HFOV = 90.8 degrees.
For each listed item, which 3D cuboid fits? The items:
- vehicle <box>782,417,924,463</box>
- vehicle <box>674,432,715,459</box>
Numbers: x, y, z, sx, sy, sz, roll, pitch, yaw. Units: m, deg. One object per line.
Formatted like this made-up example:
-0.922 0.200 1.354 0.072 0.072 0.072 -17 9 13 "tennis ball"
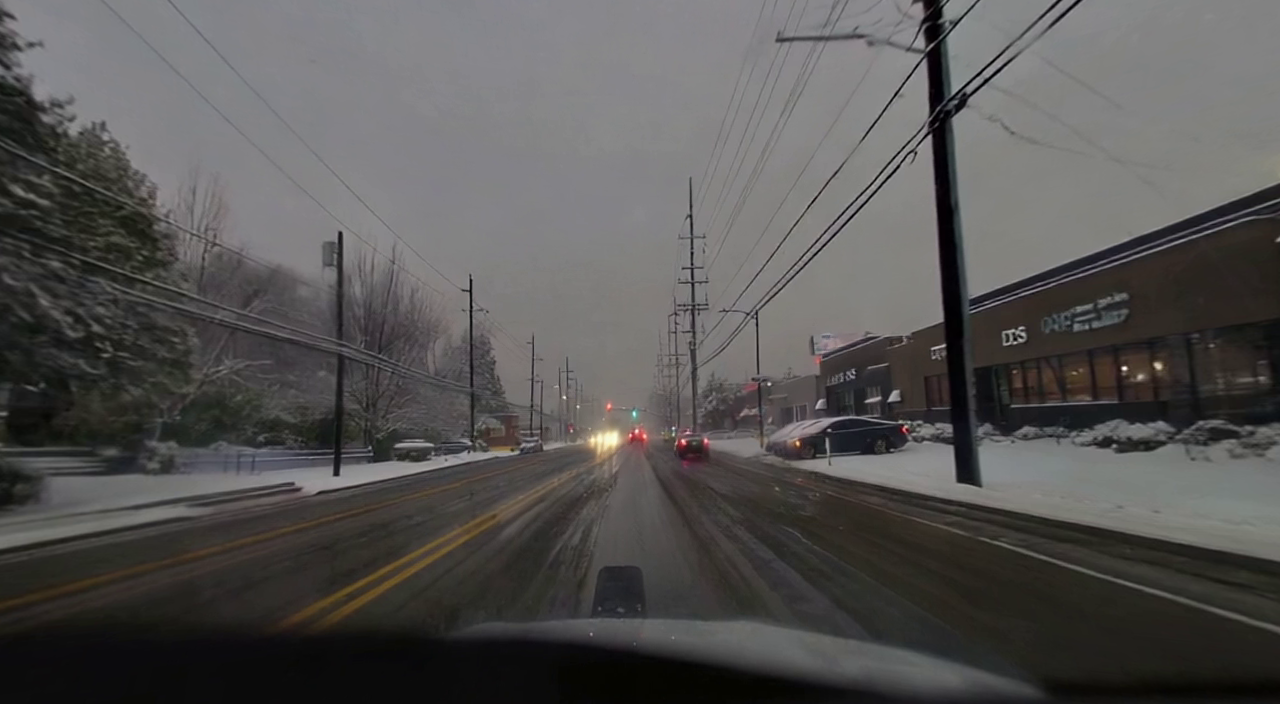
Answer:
9.873 4.134 29.711 5.771 2.013 2.414 -1 -8 -1 "vehicle"
3.171 5.534 37.391 1.926 1.482 4.442 0 -8 -1 "vehicle"
